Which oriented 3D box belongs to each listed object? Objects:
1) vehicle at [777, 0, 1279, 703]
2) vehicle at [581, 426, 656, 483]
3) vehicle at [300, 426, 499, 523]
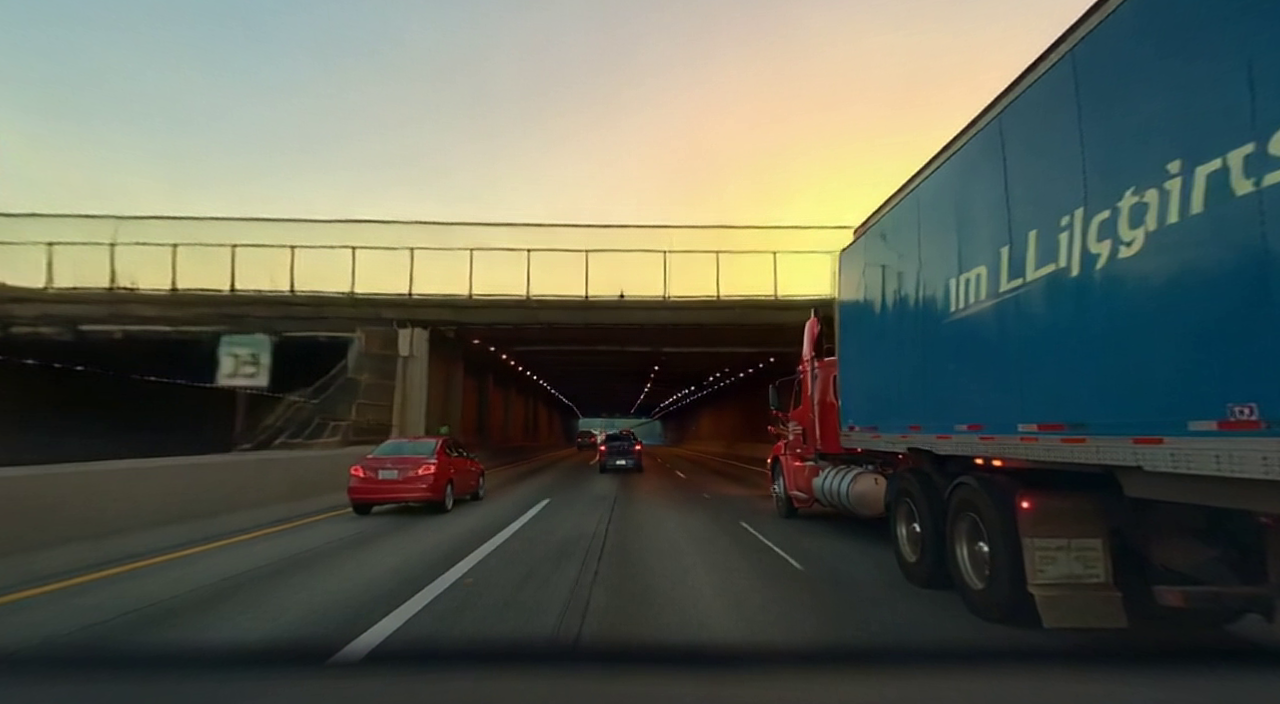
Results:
[{"bbox_3d":[3.869,-0.204,3.535,2.842,4.108,14.081,0,-8,-1],"label":"vehicle"},{"bbox_3d":[-0.637,3.150,19.738,2.094,1.600,3.666,0,-8,-1],"label":"vehicle"},{"bbox_3d":[-4.122,2.147,11.724,2.019,1.435,4.317,0,-8,0],"label":"vehicle"}]
